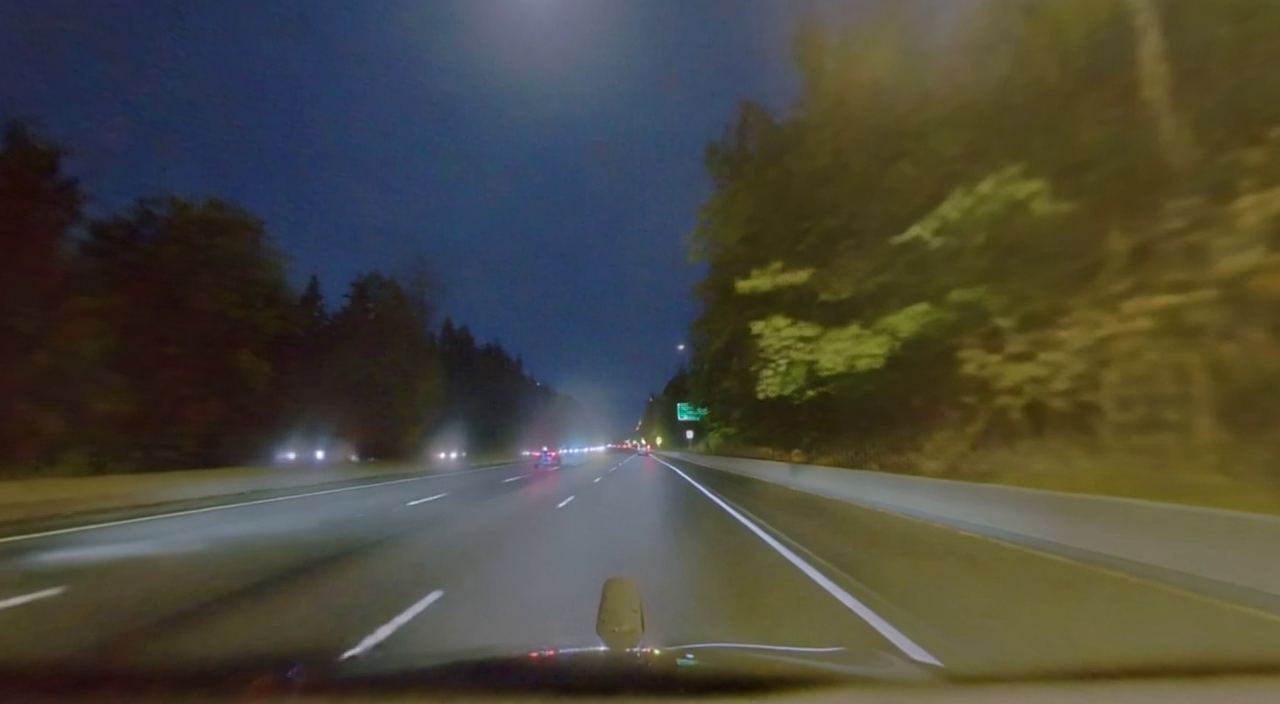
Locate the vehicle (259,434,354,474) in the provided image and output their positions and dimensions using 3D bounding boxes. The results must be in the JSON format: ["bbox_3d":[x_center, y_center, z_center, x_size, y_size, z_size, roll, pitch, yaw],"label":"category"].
[{"bbox_3d":[-21.475,6.598,41.053,2.362,2.345,6.916,0,-8,1],"label":"vehicle"}]

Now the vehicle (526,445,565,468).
[{"bbox_3d":[-6.930,7.736,46.804,2.094,1.579,4.655,0,-8,1],"label":"vehicle"}]
